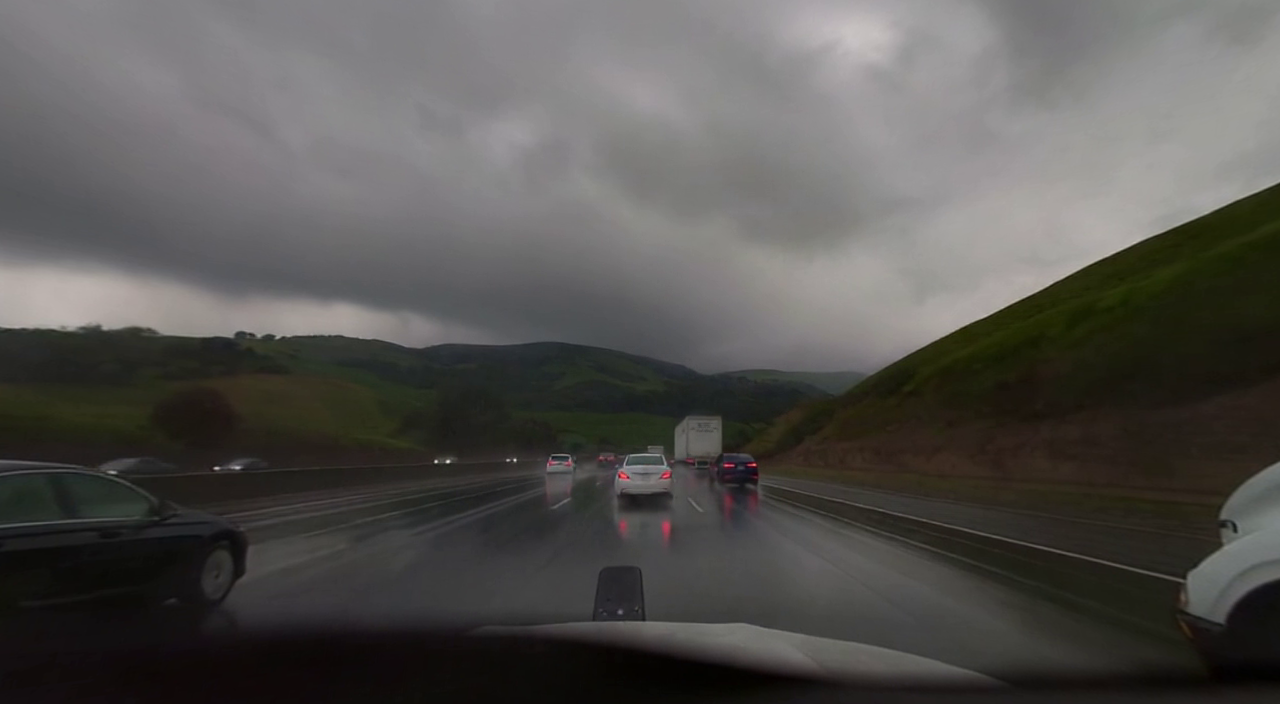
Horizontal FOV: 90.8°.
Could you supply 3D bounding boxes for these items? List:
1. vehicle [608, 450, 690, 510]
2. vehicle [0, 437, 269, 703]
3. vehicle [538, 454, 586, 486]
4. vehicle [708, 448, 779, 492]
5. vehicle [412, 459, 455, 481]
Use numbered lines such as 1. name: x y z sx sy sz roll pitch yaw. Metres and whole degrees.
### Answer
1. vehicle: 0.235 3.486 17.573 2.041 1.484 3.535 0 -9 0
2. vehicle: -4.373 1.237 3.457 1.920 1.506 4.454 0 -9 1
3. vehicle: -3.794 5.808 31.336 1.848 1.486 3.832 0 -9 1
4. vehicle: 4.019 4.657 25.309 2.029 1.579 4.484 0 -9 -1
5. vehicle: -14.918 8.529 45.719 1.758 1.421 3.735 -1 -9 2
